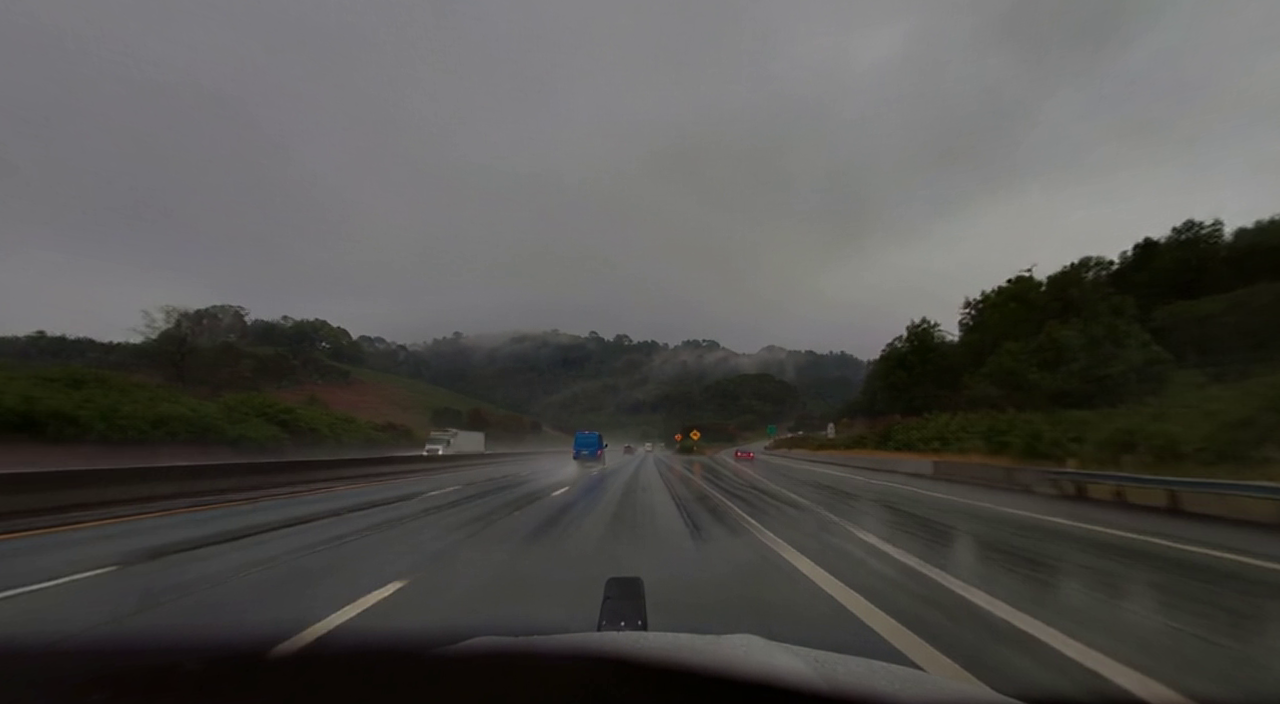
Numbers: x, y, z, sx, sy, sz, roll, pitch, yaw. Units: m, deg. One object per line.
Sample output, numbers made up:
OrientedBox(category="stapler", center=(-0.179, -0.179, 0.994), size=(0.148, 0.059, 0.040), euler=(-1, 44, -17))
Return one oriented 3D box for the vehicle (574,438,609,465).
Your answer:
OrientedBox(category="vehicle", center=(-3.528, 7.309, 46.295), size=(2.169, 1.849, 4.639), euler=(0, -8, 0))
